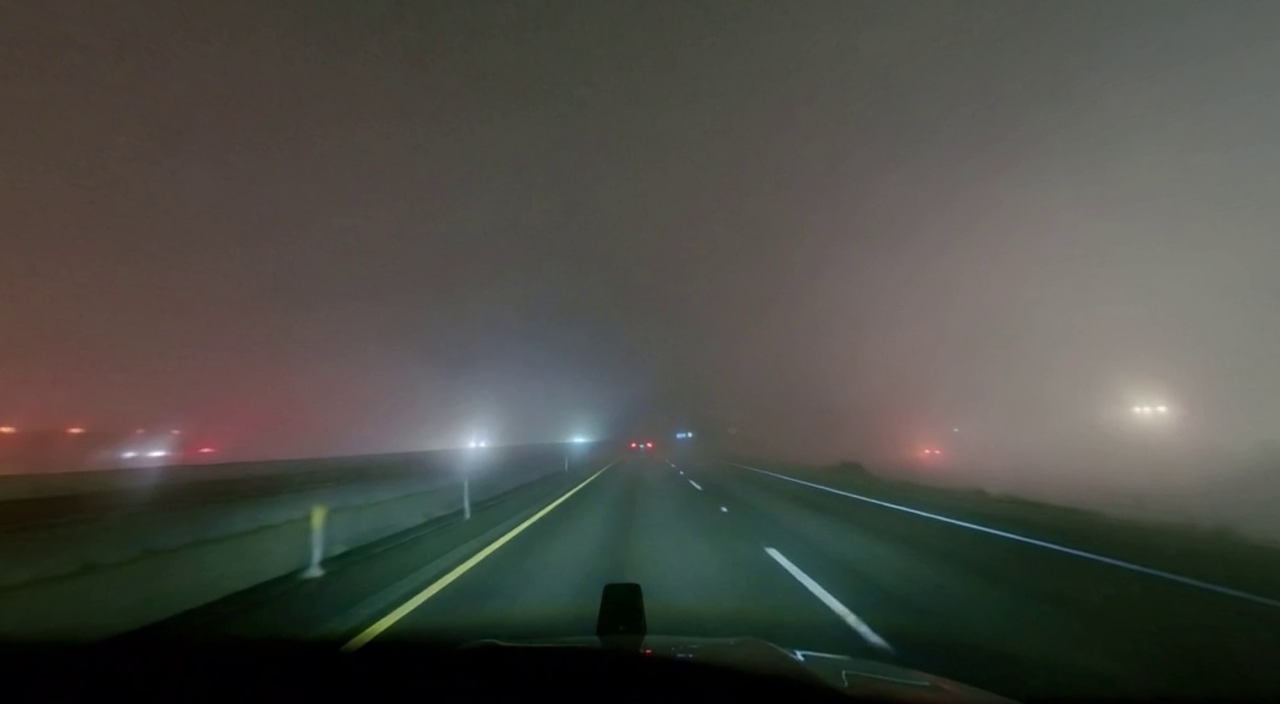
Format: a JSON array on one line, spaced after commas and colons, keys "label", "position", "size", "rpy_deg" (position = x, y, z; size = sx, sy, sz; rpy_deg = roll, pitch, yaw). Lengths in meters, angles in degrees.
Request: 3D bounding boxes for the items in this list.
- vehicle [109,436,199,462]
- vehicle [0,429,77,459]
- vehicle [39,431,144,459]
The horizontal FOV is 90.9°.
[{"label": "vehicle", "position": [-32.498, 6.488, 42.428], "size": [1.956, 1.618, 5.165], "rpy_deg": [0, -8, 0]}, {"label": "vehicle", "position": [-32.643, 4.812, 32.856], "size": [1.906, 1.501, 5.170], "rpy_deg": [0, -8, -1]}, {"label": "vehicle", "position": [-32.577, 5.539, 37.684], "size": [1.970, 1.540, 5.053], "rpy_deg": [0, -8, -4]}]
